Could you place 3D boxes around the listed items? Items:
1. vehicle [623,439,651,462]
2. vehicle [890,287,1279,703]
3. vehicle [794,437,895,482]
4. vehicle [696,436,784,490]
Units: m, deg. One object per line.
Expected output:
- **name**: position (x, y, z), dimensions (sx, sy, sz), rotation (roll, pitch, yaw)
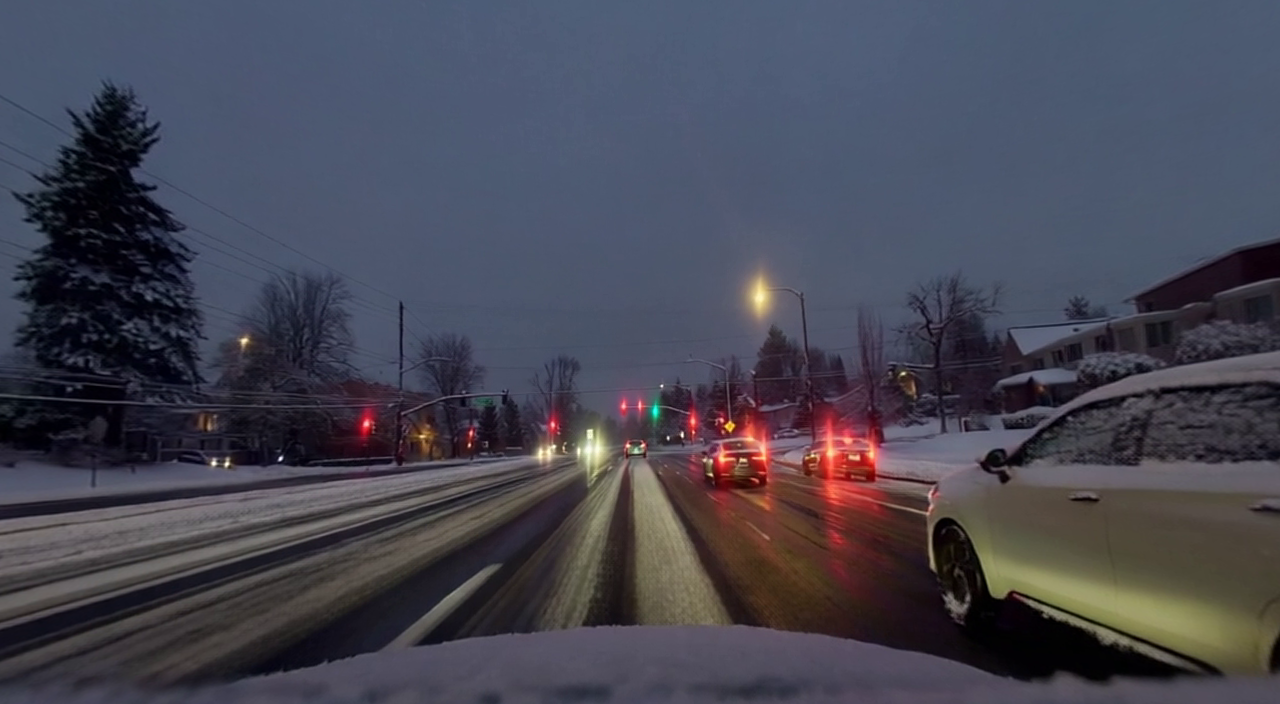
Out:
- **vehicle**: position (-0.258, 7.662, 49.151), dimensions (2.146, 1.685, 4.003), rotation (0, -9, -1)
- **vehicle**: position (3.097, 0.788, 2.694), dimensions (2.129, 1.761, 4.610), rotation (0, -9, 0)
- **vehicle**: position (7.201, 3.842, 22.746), dimensions (2.010, 1.421, 4.586), rotation (0, -9, -2)
- **vehicle**: position (2.883, 3.313, 19.073), dimensions (1.889, 1.451, 4.180), rotation (0, -9, -1)
